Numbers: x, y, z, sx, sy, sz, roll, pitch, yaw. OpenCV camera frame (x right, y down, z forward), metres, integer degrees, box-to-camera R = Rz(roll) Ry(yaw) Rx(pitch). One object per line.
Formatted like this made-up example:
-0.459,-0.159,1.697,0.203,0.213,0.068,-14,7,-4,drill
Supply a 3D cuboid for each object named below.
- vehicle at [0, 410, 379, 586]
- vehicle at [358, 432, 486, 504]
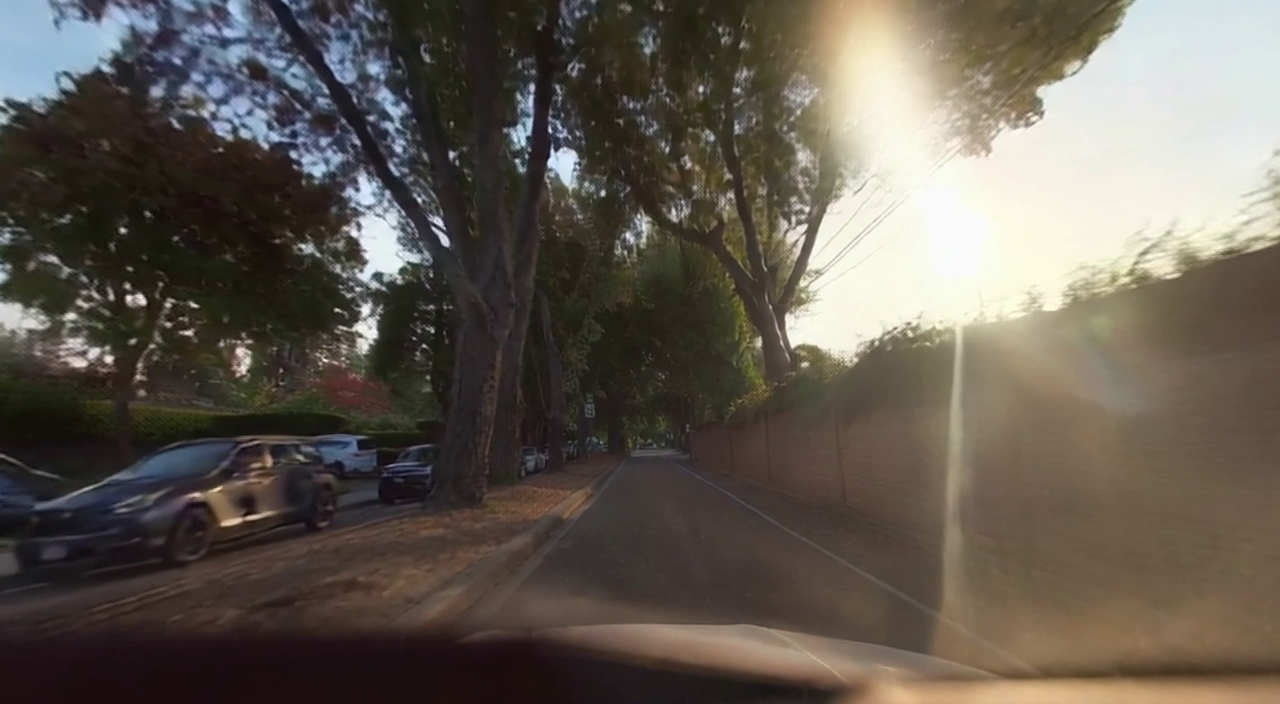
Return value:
-6.177,1.914,9.527,2.109,1.847,5.553,0,-8,0,vehicle
-6.290,3.362,18.959,2.009,1.820,4.821,1,-8,1,vehicle
